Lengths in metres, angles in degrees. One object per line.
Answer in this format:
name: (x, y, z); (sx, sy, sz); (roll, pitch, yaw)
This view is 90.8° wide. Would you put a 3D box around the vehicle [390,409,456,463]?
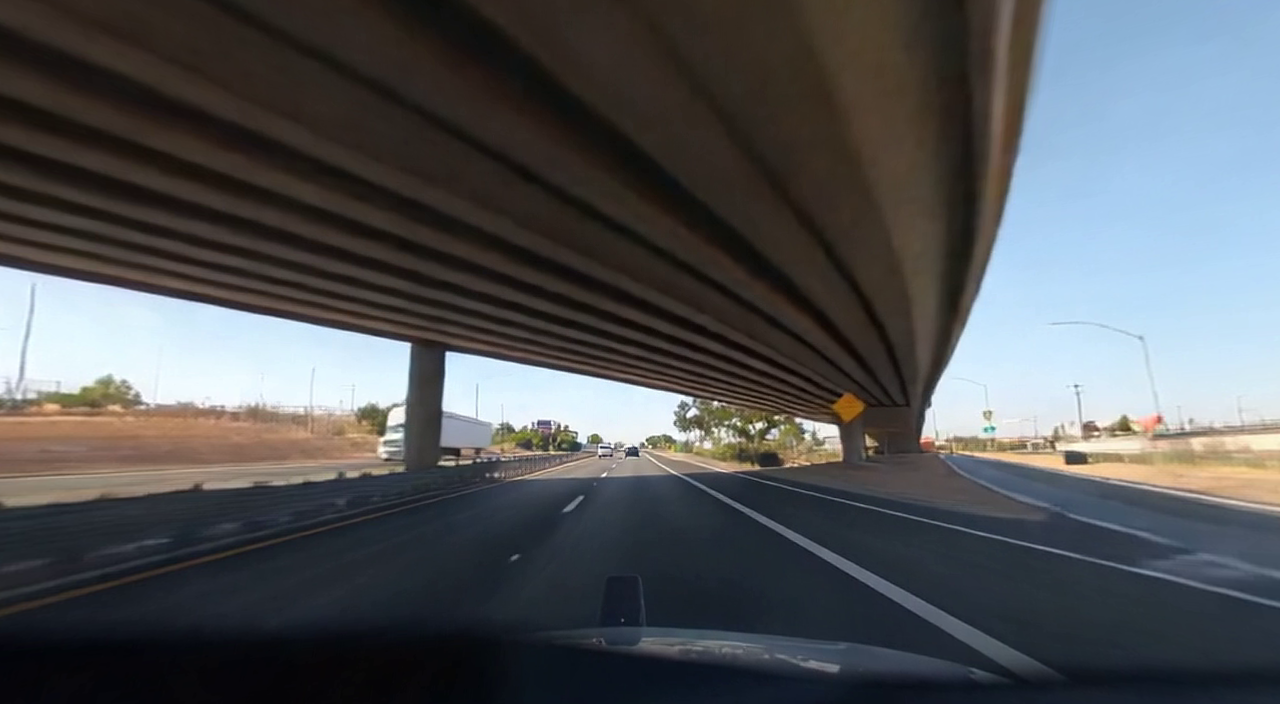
vehicle: (-16.587, 6.533, 48.688); (2.986, 3.924, 5.914); (0, -9, -1)
